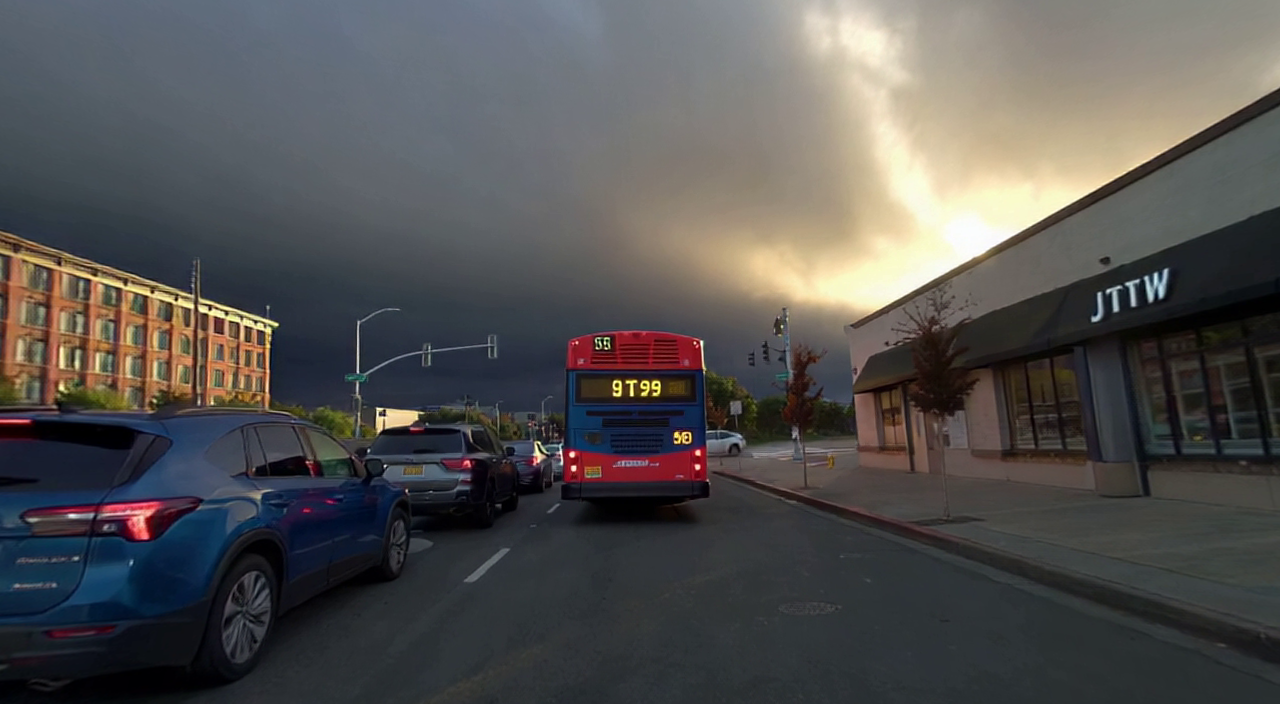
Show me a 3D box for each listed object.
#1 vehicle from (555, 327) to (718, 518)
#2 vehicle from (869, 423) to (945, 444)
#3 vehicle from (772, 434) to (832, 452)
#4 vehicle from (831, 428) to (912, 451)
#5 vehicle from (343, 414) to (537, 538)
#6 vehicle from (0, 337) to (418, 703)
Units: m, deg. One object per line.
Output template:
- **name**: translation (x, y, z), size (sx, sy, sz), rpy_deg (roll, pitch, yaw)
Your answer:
- **vehicle**: translation (-0.299, 1.994, 16.537), size (2.938, 3.468, 9.972), rpy_deg (0, -8, -3)
- **vehicle**: translation (19.933, 6.095, 47.203), size (4.827, 1.555, 1.863), rpy_deg (1, -9, -6)
- **vehicle**: translation (11.943, 6.730, 46.687), size (3.949, 1.337, 1.738), rpy_deg (1, -9, -4)
- **vehicle**: translation (15.626, 5.969, 42.893), size (4.774, 1.492, 1.802), rpy_deg (0, -9, 3)
- **vehicle**: translation (-3.348, 2.194, 11.775), size (2.096, 1.828, 4.669), rpy_deg (0, -8, 0)
- **vehicle**: translation (-3.209, 1.090, 3.975), size (2.020, 1.725, 4.384), rpy_deg (0, -8, 0)
